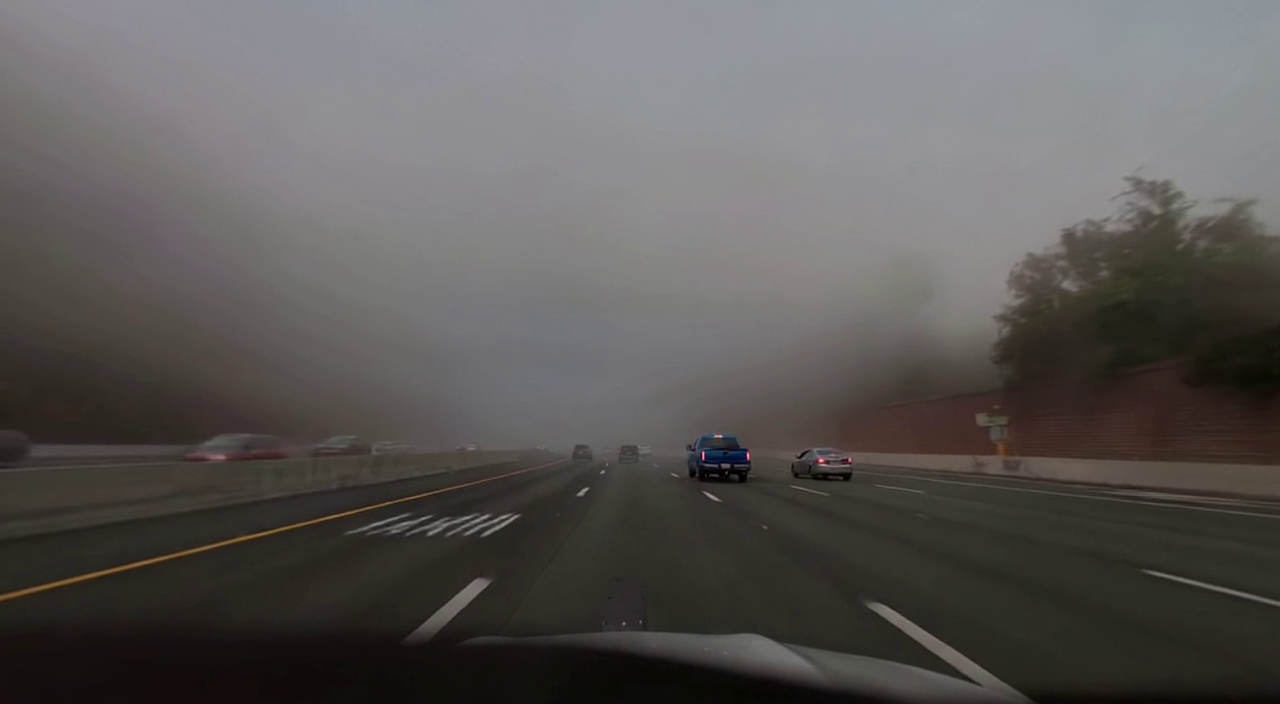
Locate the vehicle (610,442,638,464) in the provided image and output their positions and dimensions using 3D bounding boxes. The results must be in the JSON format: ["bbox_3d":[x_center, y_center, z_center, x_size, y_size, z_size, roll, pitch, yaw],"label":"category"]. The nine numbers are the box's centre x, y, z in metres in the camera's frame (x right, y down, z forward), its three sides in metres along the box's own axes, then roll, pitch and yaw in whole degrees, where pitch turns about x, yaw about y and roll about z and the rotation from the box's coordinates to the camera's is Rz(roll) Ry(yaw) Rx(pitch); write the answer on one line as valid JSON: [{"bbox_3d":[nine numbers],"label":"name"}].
[{"bbox_3d":[-1.281,7.795,48.938,2.050,1.607,3.821,0,-8,-3],"label":"vehicle"}]

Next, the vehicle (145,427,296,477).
[{"bbox_3d":[-13.878,3.346,21.275,2.044,1.488,4.527,0,-8,-1],"label":"vehicle"}]

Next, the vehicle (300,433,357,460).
[{"bbox_3d":[-23.027,7.007,46.835,2.101,1.868,4.631,0,-8,-3],"label":"vehicle"}]

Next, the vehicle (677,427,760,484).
[{"bbox_3d":[2.911,4.017,24.802,2.374,1.952,5.431,0,-8,-2],"label":"vehicle"}]

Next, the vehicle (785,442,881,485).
[{"bbox_3d":[7.304,4.261,24.535,1.976,1.485,4.925,0,-8,-3],"label":"vehicle"}]
